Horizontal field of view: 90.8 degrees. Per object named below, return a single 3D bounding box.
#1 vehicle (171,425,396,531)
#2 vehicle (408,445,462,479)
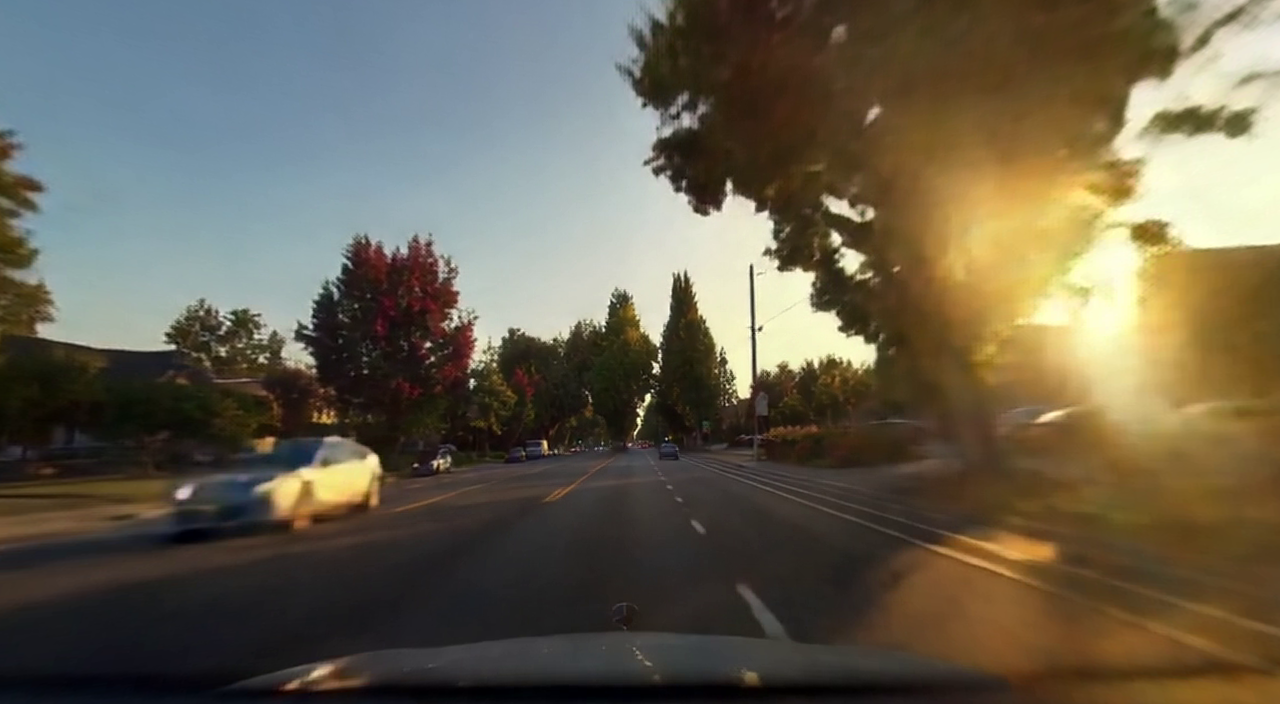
[{"bbox_3d":[-7.043,2.516,13.220,2.054,1.814,4.543,0,-9,-1],"label":"vehicle"},{"bbox_3d":[-12.404,6.628,38.461,2.000,1.821,4.314,-2,-8,-3],"label":"vehicle"}]
